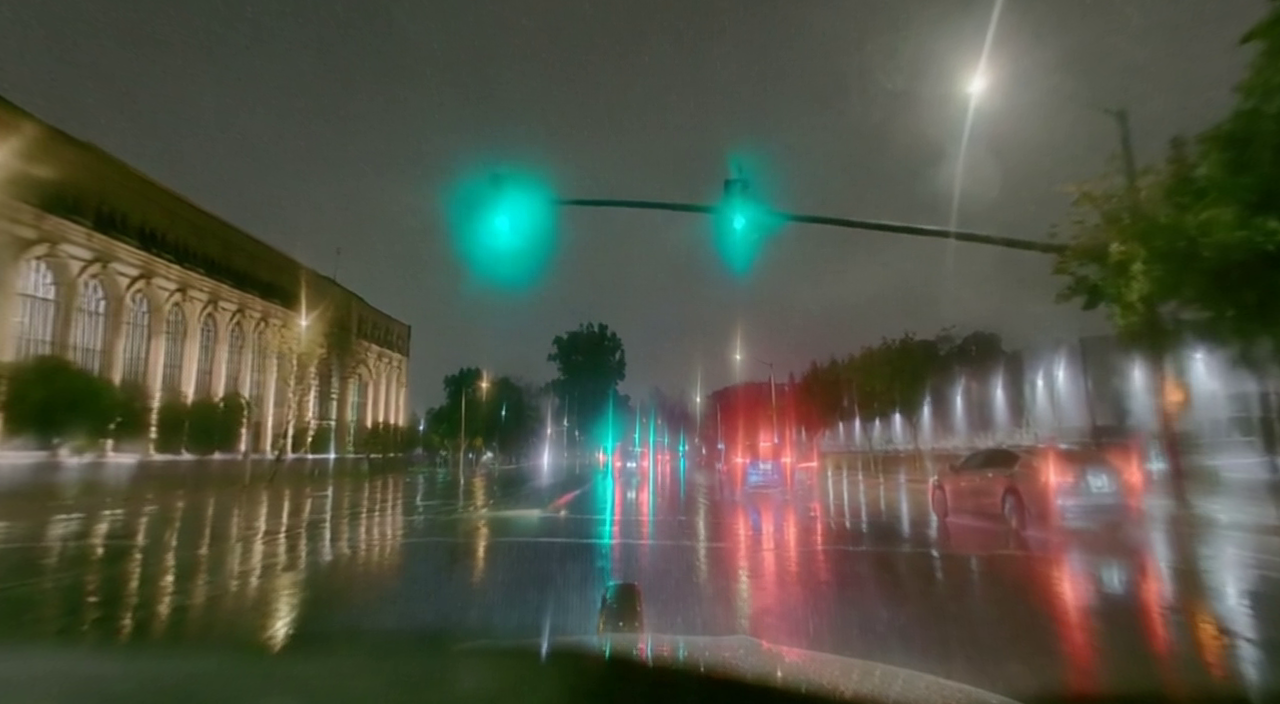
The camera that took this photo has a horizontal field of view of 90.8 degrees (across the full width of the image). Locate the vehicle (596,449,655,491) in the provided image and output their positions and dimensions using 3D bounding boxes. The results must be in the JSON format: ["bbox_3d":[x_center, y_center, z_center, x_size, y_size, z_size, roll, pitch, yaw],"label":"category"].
[{"bbox_3d":[-0.525,4.431,24.079,2.054,1.446,3.969,0,-9,-1],"label":"vehicle"}]

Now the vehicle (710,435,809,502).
[{"bbox_3d":[3.414,3.428,18.979,2.036,1.757,4.300,0,-9,-1],"label":"vehicle"}]

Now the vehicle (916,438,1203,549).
[{"bbox_3d":[6.654,2.250,10.766,1.868,1.472,4.274,0,-9,-1],"label":"vehicle"}]
